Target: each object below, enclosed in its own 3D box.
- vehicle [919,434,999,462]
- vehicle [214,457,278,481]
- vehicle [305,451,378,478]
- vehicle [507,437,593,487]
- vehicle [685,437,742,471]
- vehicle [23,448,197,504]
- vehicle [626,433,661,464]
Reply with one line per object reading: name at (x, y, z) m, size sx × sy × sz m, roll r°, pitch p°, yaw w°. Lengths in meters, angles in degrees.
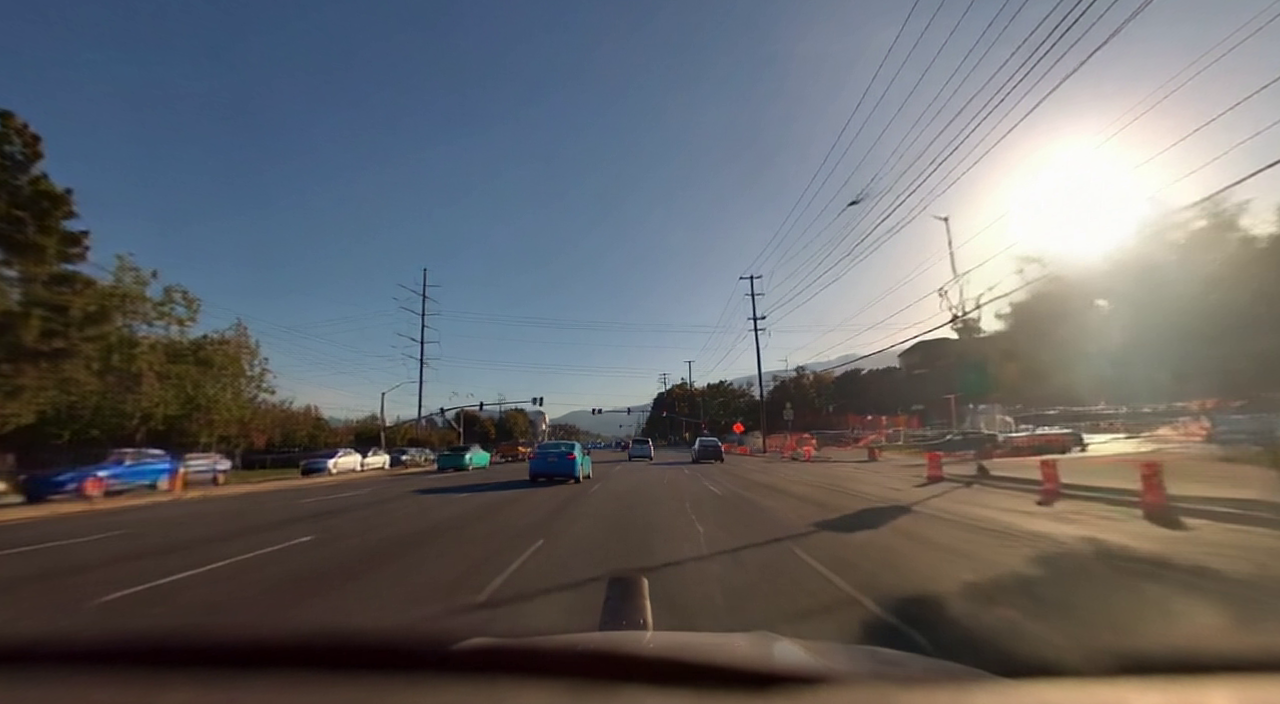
vehicle at (17.765, 5.306, 35.033) m, size 4.677 × 1.466 × 1.928 m, roll 6°, pitch -10°, yaw -36°
vehicle at (-27.194, 8.087, 43.675) m, size 1.676 × 1.438 × 4.232 m, roll 0°, pitch -8°, yaw 0°
vehicle at (-17.382, 6.542, 36.959) m, size 1.924 × 1.446 × 4.625 m, roll -1°, pitch -8°, yaw 1°
vehicle at (-2.895, 3.683, 21.463) m, size 2.087 × 1.480 × 4.825 m, roll -1°, pitch -8°, yaw 1°
vehicle at (3.389, 4.816, 29.982) m, size 2.142 × 1.475 × 4.565 m, roll 0°, pitch -8°, yaw 0°
vehicle at (-17.694, 4.109, 21.416) m, size 2.036 × 1.649 × 4.493 m, roll 0°, pitch -8°, yaw -1°
vehicle at (0.244, 6.106, 40.067) m, size 2.060 × 1.845 × 4.151 m, roll -1°, pitch -8°, yaw 1°
